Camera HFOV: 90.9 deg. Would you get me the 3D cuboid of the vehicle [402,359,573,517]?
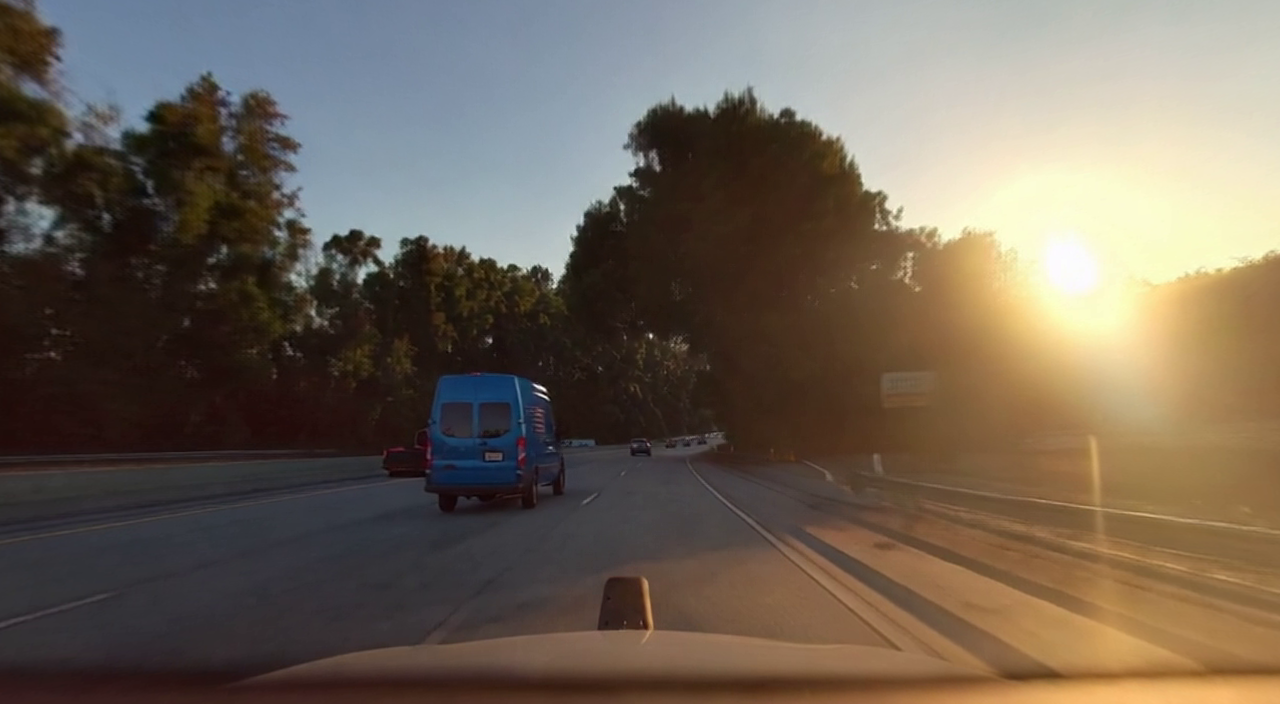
[{"bbox_3d":[-3.097,1.976,14.469,2.319,2.883,5.632,0,-8,2],"label":"vehicle"}]
